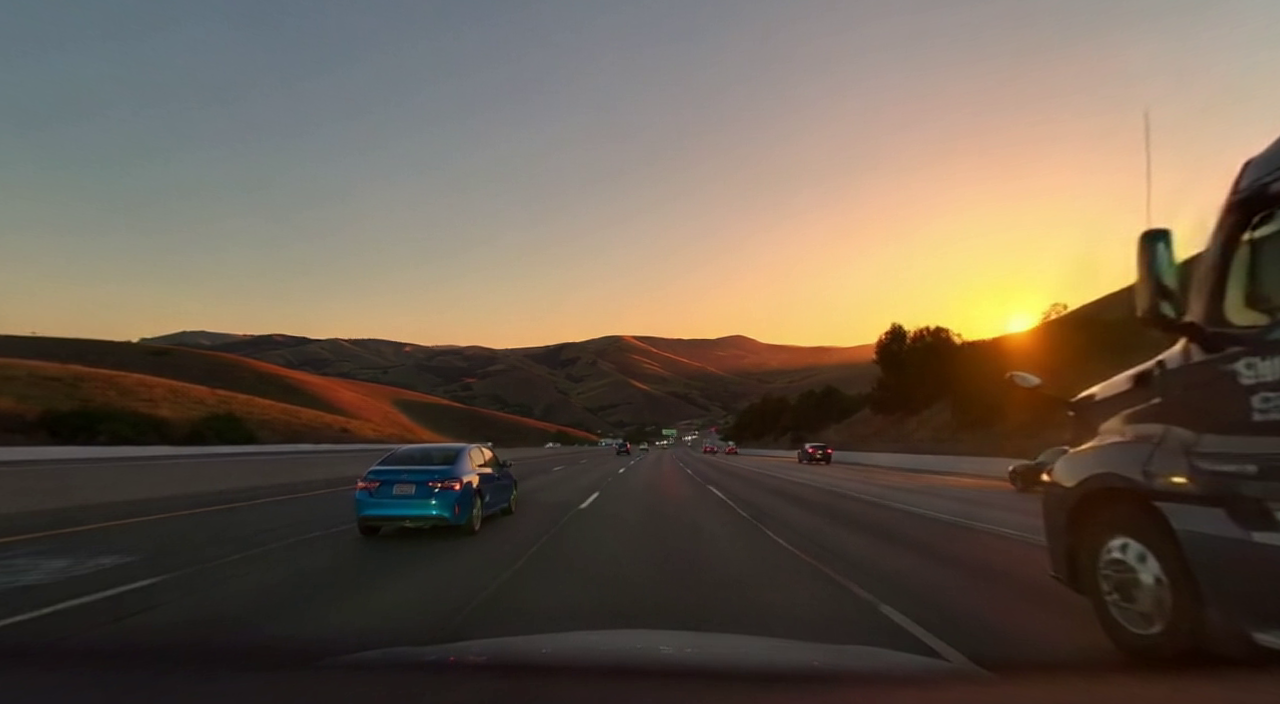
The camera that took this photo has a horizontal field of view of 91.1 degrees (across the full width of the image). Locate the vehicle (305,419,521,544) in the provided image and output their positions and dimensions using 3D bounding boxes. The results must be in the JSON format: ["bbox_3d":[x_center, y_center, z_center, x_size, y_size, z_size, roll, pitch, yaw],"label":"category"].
[{"bbox_3d":[-3.350,1.988,10.208,1.967,1.615,3.886,0,-8,1],"label":"vehicle"}]

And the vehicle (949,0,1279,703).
[{"bbox_3d":[4.004,-0.326,0.616,3.277,3.871,7.882,0,-8,0],"label":"vehicle"}]

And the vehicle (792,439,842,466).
[{"bbox_3d":[11.966,6.821,42.740,2.062,1.736,4.589,0,-8,0],"label":"vehicle"}]
